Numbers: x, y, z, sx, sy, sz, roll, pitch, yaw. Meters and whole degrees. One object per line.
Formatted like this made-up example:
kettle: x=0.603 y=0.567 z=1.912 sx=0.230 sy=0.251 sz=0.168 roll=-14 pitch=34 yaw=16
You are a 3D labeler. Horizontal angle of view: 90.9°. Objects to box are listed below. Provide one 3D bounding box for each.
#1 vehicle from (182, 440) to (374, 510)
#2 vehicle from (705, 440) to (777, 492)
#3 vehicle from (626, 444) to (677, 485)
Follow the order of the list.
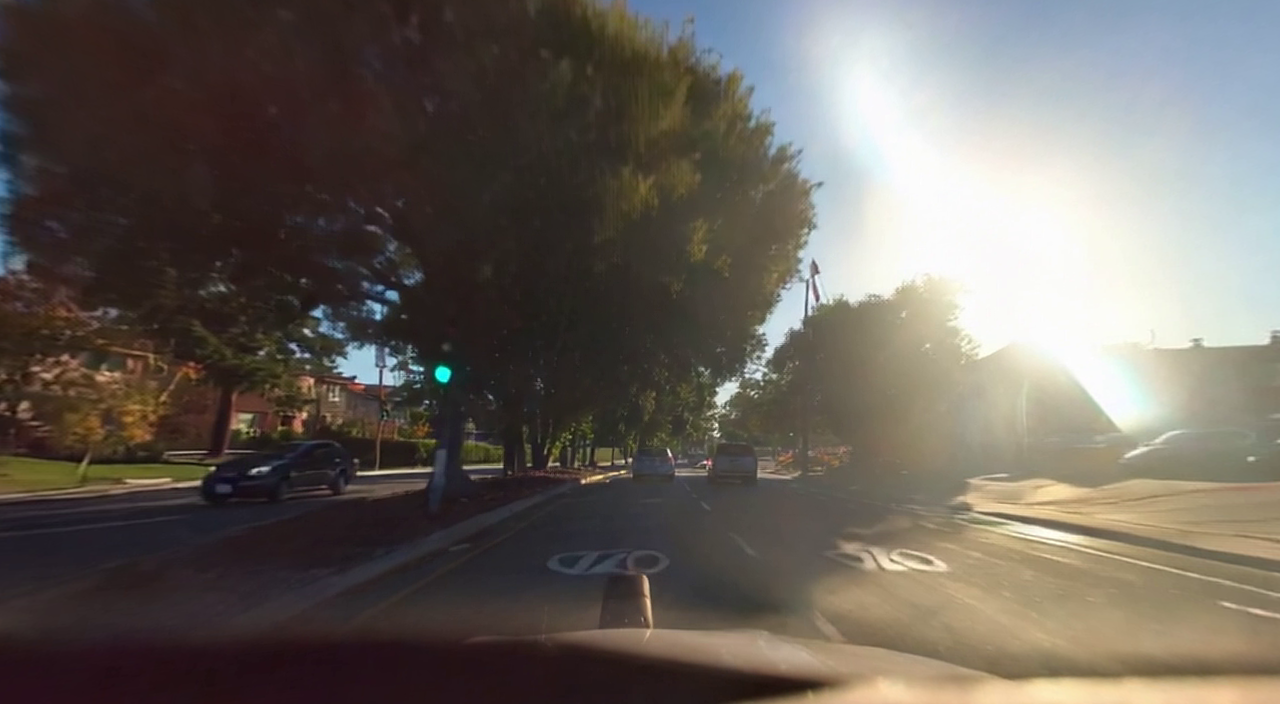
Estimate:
vehicle: x=-8.964 y=3.059 z=16.234 sx=1.991 sy=1.503 sz=4.688 roll=-1 pitch=-9 yaw=3
vehicle: x=3.769 y=4.343 z=24.393 sx=2.166 sy=1.799 sz=4.372 roll=-1 pitch=-9 yaw=1
vehicle: x=0.631 y=5.426 z=30.639 sx=2.185 sy=1.822 sz=4.391 roll=-1 pitch=-9 yaw=5
